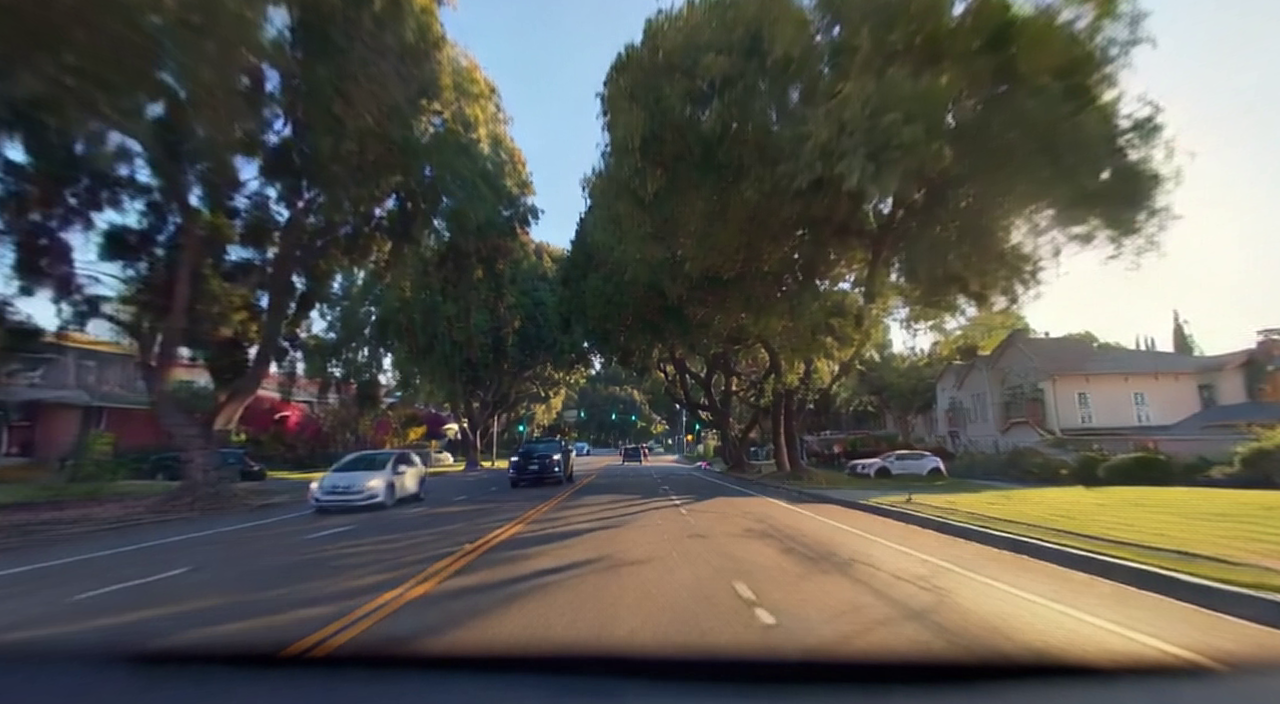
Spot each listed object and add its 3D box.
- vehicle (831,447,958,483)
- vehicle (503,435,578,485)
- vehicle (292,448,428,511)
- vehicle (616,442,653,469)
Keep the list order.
[{"bbox_3d":[11.034,4.896,27.605,4.697,1.462,1.881,0,-8,-2],"label":"vehicle"},{"bbox_3d":[-4.232,4.723,27.827,2.429,1.953,5.345,-1,-9,0],"label":"vehicle"},{"bbox_3d":[-7.441,3.398,17.262,1.961,1.510,3.827,0,-9,0],"label":"vehicle"},{"bbox_3d":[-0.325,7.684,46.950,2.554,1.902,5.329,0,-9,1],"label":"vehicle"}]
